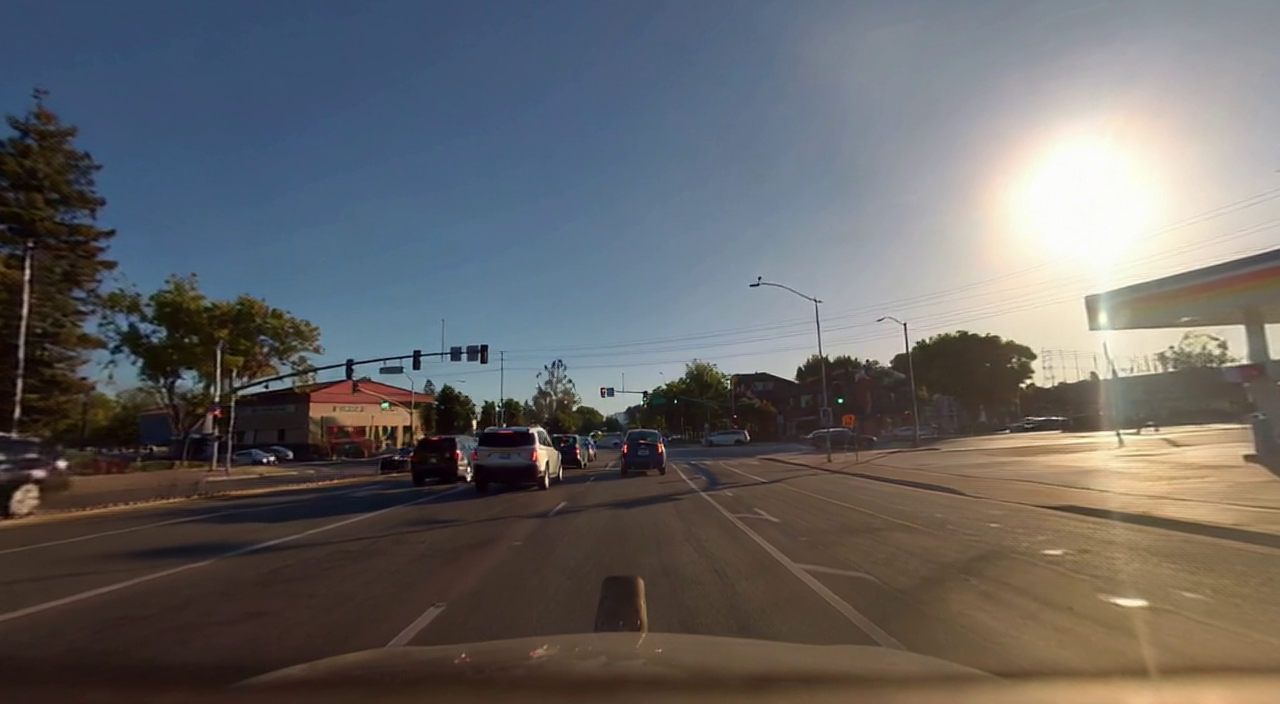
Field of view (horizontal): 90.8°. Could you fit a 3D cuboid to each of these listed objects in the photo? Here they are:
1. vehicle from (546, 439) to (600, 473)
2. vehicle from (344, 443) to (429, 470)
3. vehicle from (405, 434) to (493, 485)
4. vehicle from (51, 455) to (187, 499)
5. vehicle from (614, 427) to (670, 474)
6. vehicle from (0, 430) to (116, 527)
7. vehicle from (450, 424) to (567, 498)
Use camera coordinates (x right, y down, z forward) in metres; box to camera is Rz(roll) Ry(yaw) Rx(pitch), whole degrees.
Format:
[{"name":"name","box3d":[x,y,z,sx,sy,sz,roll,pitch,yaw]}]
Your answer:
[{"name":"vehicle","box3d":[-2.953,4.718,28.814,1.881,1.424,4.098,0,-9,2]},{"name":"vehicle","box3d":[-16.364,6.771,41.246,2.299,1.616,5.765,-2,-9,11]},{"name":"vehicle","box3d":[-6.420,3.647,21.677,1.790,1.605,3.696,0,-9,1]},{"name":"vehicle","box3d":[-19.620,4.684,24.047,1.779,1.481,3.879,0,-9,1]},{"name":"vehicle","box3d":[0.105,4.273,27.544,2.224,1.819,5.005,0,-9,1]},{"name":"vehicle","box3d":[-13.579,2.448,12.141,2.238,1.872,5.625,0,-9,-1]},{"name":"vehicle","box3d":[-3.334,2.882,16.999,2.096,1.718,4.266,0,-9,2]}]
